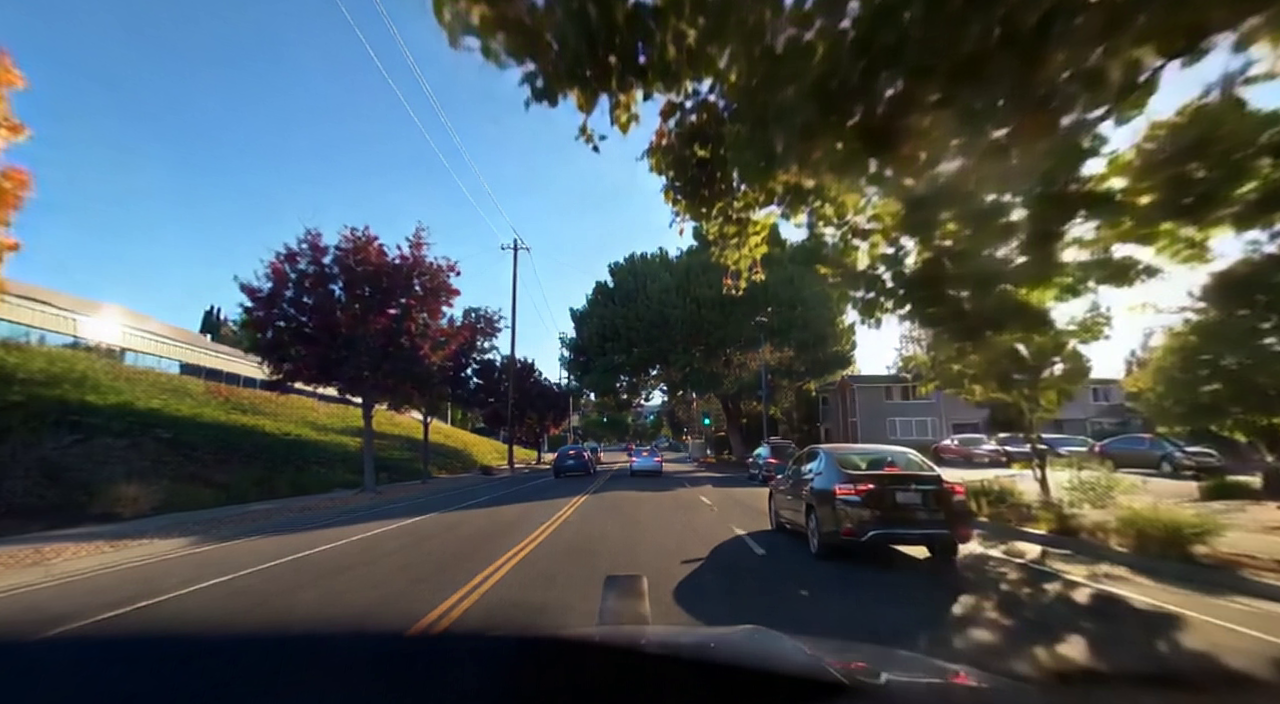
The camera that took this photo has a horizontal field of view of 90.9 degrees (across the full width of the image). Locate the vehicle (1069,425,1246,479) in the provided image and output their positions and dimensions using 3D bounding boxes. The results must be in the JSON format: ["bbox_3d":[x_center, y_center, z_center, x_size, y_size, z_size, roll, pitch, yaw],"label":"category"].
[{"bbox_3d":[20.874,4.090,25.955,2.177,1.947,5.935,0,-8,0],"label":"vehicle"}]

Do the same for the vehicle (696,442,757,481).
[{"bbox_3d":[3.565,4.571,26.574,1.943,1.484,4.030,0,-8,-1],"label":"vehicle"}]

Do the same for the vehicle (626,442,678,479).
[{"bbox_3d":[0.473,4.700,27.675,2.101,1.467,4.210,0,-8,0],"label":"vehicle"}]

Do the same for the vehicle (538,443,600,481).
[{"bbox_3d":[-2.923,4.650,26.989,2.012,1.505,4.205,0,-8,2],"label":"vehicle"}]

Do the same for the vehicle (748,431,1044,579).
[{"bbox_3d":[2.993,1.885,8.691,2.158,1.483,4.415,0,-8,-1],"label":"vehicle"}]
